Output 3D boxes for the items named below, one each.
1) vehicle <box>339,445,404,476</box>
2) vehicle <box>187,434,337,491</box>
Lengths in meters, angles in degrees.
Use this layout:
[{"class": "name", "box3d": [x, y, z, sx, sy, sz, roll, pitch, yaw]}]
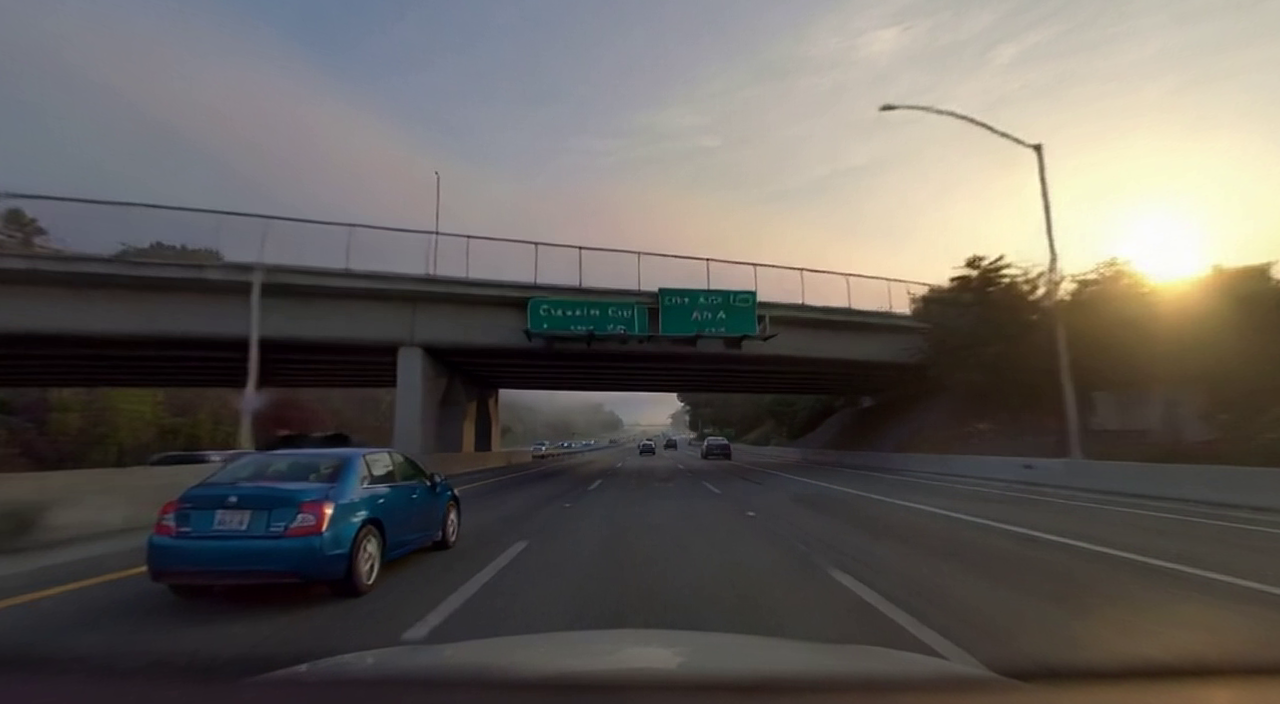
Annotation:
[{"class": "vehicle", "box3d": [-14.578, 5.905, 34.485, 1.766, 1.535, 3.904, 0, -8, 0]}, {"class": "vehicle", "box3d": [-11.870, 3.476, 20.268, 2.020, 1.615, 4.537, 0, -8, 0]}]
